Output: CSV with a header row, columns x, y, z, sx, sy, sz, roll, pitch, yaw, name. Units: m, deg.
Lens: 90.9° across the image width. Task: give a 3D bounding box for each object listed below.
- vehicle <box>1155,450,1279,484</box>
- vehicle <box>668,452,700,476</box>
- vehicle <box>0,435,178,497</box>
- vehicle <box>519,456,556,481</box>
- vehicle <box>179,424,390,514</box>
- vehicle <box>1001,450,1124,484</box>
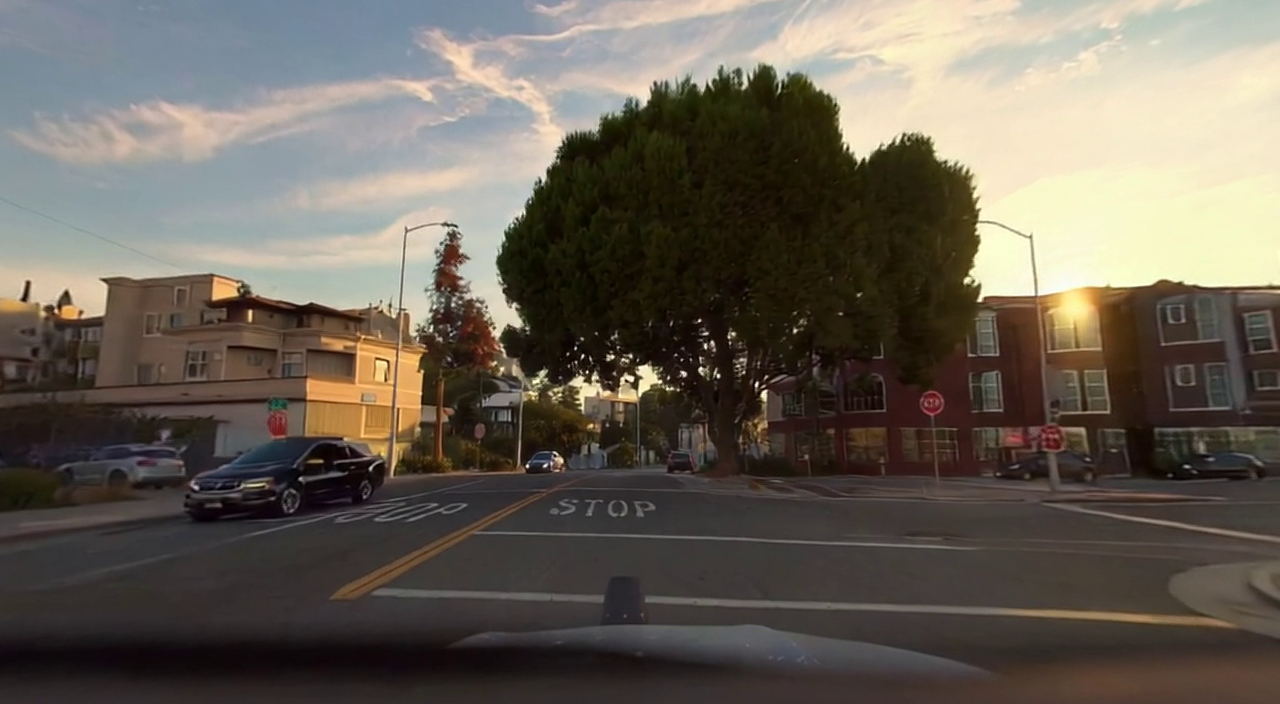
x,y,z,sx,sy,sz,roll,pitch,yaw,name
27.805,5.505,30.304,4.323,1.507,1.896,0,-8,1,vehicle
2.841,7.356,41.637,1.851,1.471,4.372,0,-8,0,vehicle
-16.331,3.191,17.968,2.010,1.583,4.582,-7,-11,39,vehicle
-7.294,8.290,45.147,1.904,1.475,3.784,0,-6,2,vehicle
-7.504,2.572,14.092,2.156,1.620,4.945,1,-10,-5,vehicle
20.312,5.518,30.420,4.528,1.458,1.939,0,-7,0,vehicle
